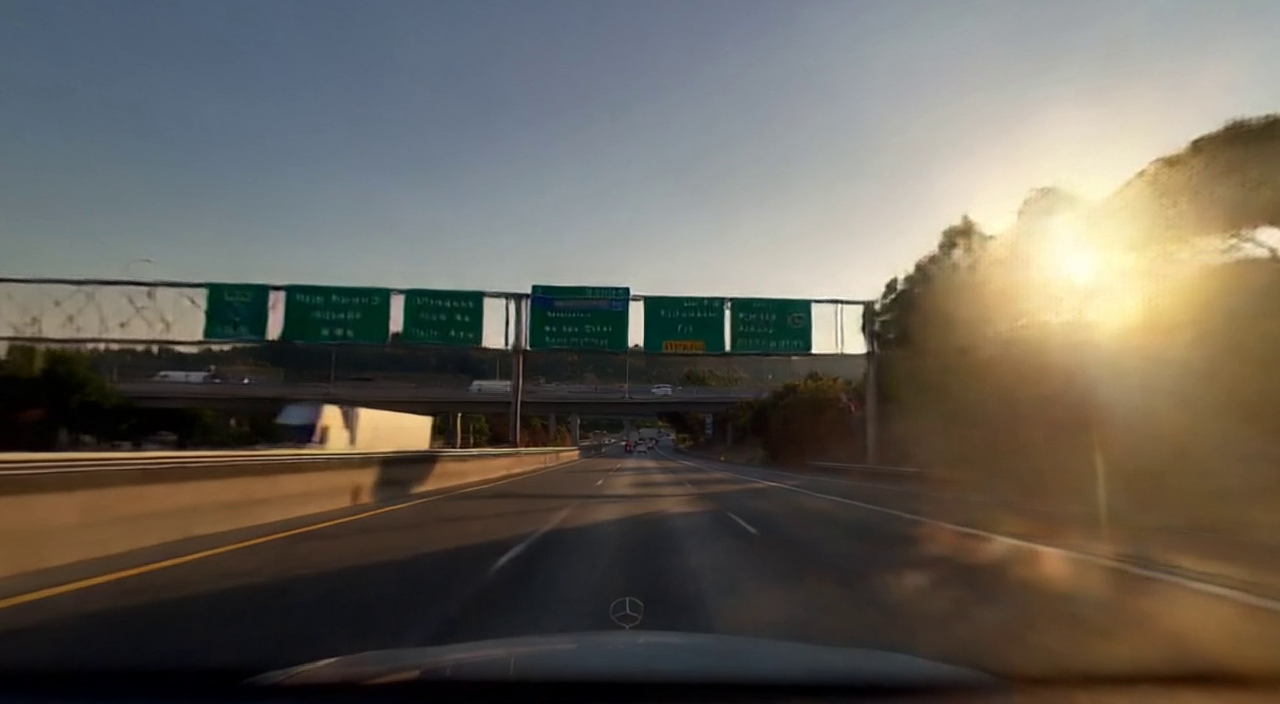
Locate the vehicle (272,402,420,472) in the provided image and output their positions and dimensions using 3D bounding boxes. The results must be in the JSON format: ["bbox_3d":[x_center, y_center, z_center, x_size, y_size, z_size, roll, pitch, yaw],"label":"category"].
[{"bbox_3d":[-19.288,5.977,43.236,3.084,3.900,14.884,0,-9,0],"label":"vehicle"}]
